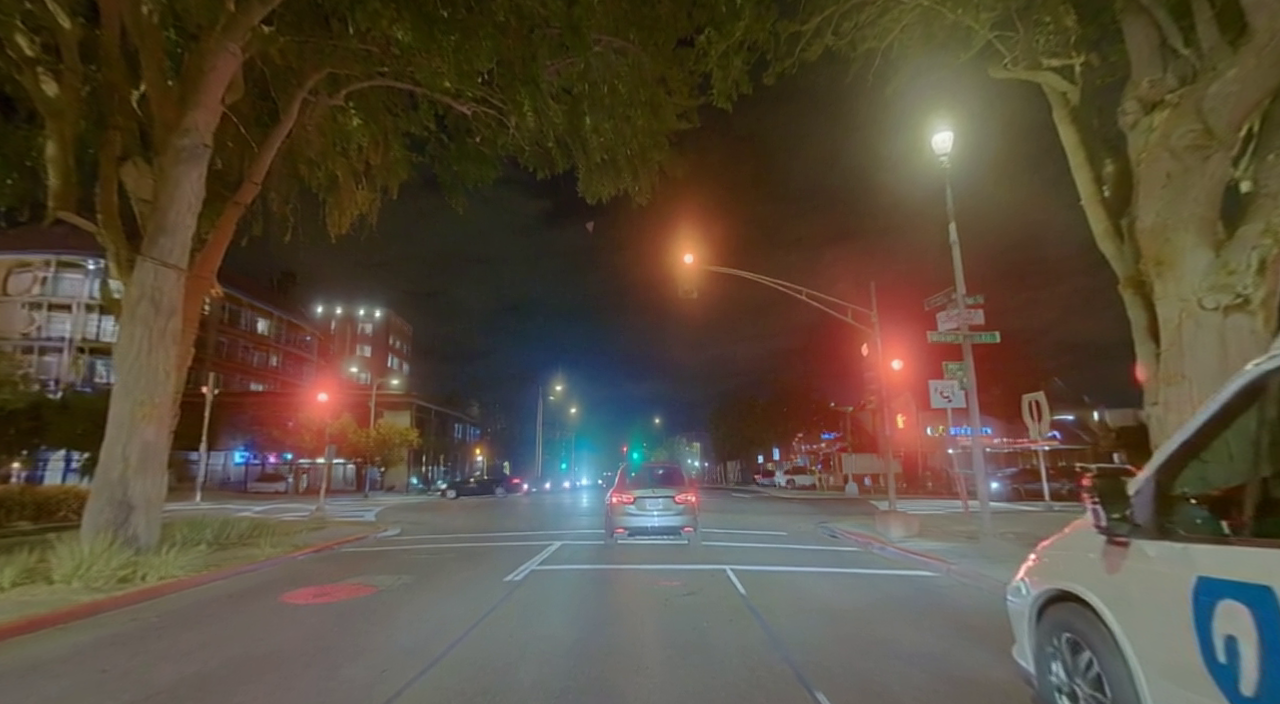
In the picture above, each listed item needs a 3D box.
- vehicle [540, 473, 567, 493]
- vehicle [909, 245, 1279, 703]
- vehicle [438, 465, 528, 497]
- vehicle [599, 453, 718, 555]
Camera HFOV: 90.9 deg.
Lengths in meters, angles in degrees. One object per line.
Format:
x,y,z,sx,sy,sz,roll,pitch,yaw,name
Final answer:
-6.789,10.307,49.730,1.757,1.473,3.712,1,-10,-3,vehicle
2.826,0.656,1.507,2.054,1.965,5.248,1,-11,0,vehicle
-8.984,7.442,36.426,1.993,1.692,4.675,-9,-14,42,vehicle
0.236,2.863,12.308,1.961,1.629,3.610,1,-11,-2,vehicle
